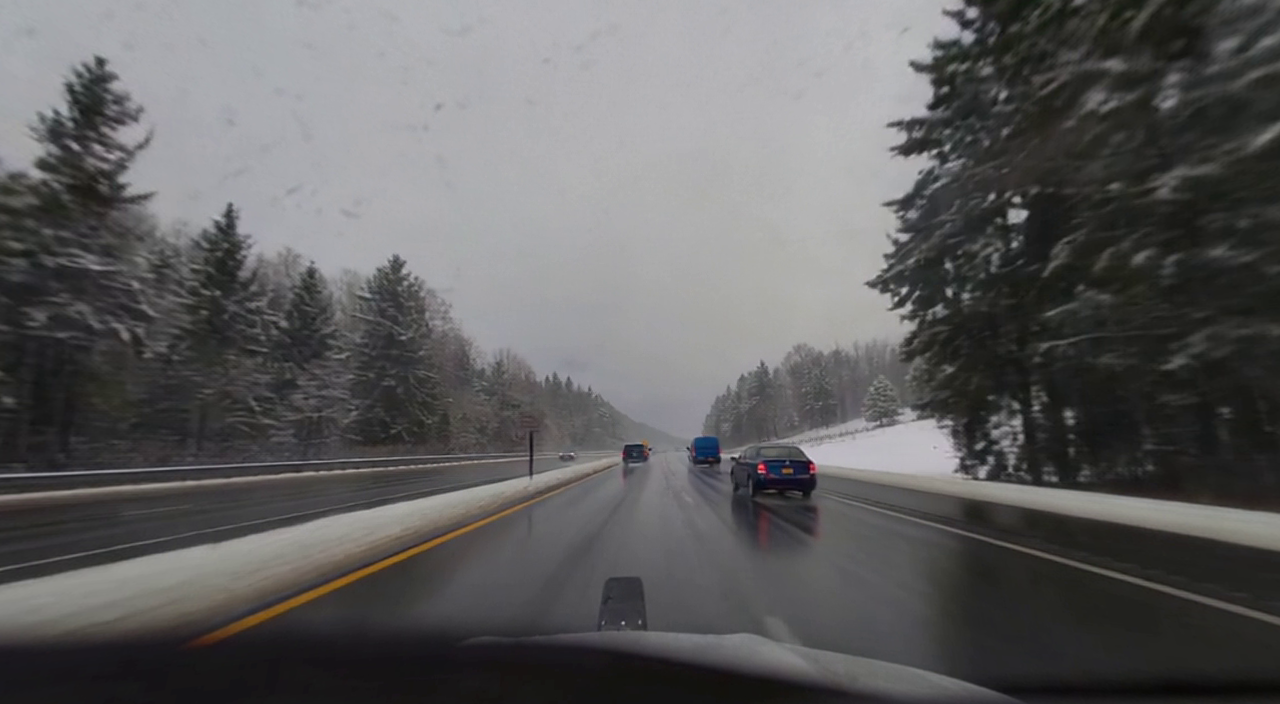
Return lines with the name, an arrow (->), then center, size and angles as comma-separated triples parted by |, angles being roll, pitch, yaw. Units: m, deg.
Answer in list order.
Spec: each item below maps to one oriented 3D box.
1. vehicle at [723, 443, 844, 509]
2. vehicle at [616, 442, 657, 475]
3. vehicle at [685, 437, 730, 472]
vehicle -> 3.490, 3.113, 16.389 | 2.043, 1.431, 4.922 | 0, -9, 1
vehicle -> -0.133, 5.905, 35.215 | 2.087, 1.707, 4.316 | -1, -9, 2
vehicle -> 4.159, 6.471, 39.759 | 2.371, 2.045, 4.768 | 0, -9, 1
